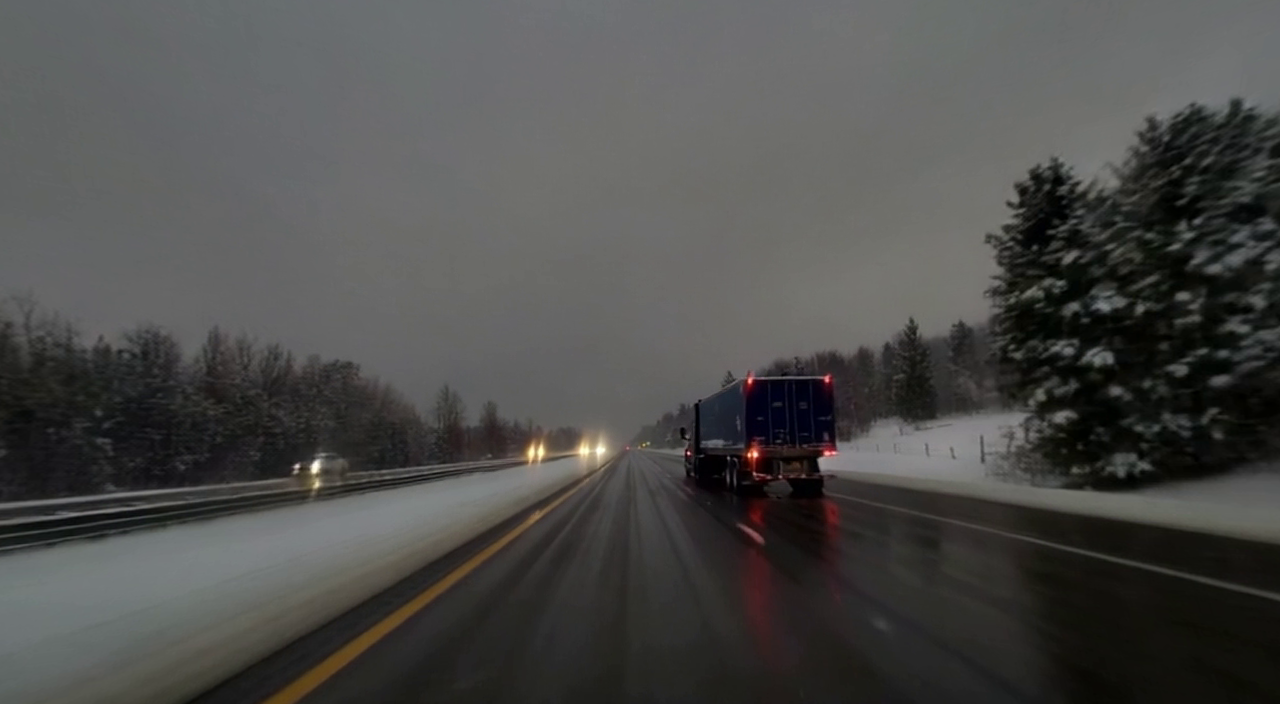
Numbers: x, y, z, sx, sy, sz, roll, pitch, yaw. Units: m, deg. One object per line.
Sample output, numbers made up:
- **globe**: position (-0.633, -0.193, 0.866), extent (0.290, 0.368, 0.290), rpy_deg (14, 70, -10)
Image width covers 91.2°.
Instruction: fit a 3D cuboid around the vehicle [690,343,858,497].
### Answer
- **vehicle**: position (3.935, 2.789, 23.021), extent (2.922, 3.905, 14.151), rpy_deg (0, -9, -1)
